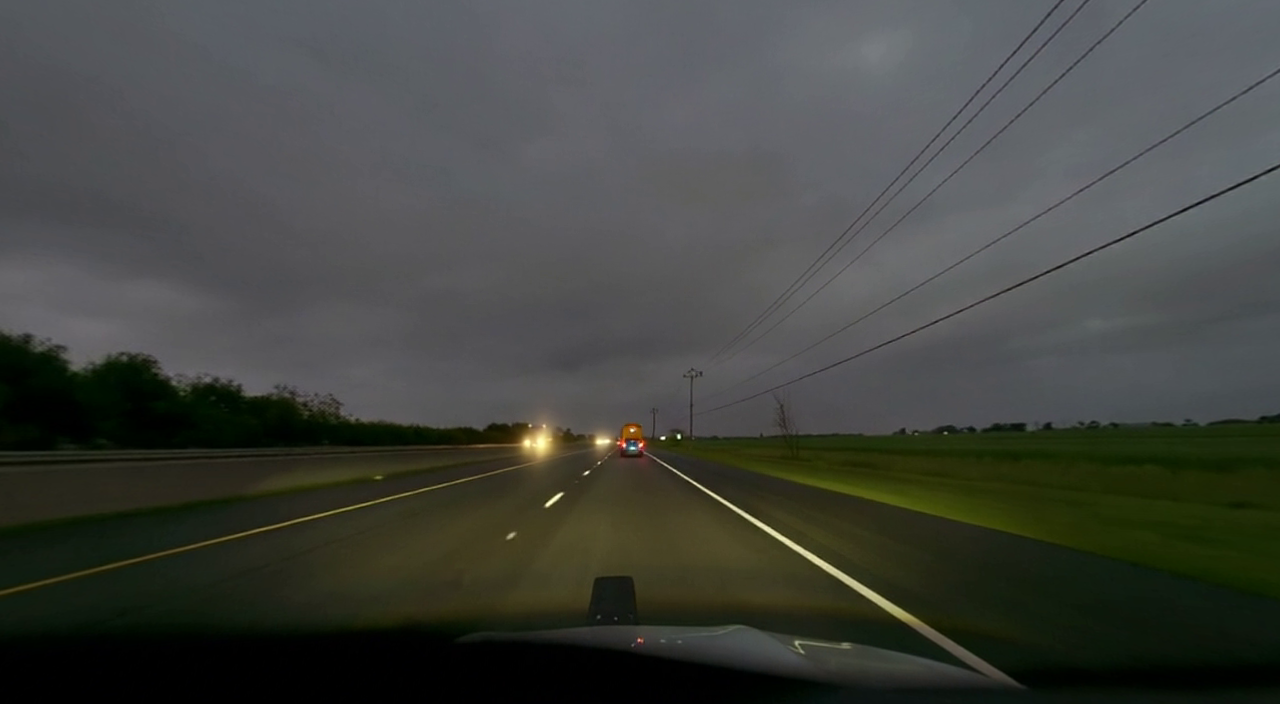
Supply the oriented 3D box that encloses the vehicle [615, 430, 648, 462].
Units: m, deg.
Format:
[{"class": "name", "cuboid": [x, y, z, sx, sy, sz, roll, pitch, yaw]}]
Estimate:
[{"class": "vehicle", "cuboid": [-0.659, 6.651, 44.783, 2.240, 2.129, 4.480, 0, -8, -2]}]
